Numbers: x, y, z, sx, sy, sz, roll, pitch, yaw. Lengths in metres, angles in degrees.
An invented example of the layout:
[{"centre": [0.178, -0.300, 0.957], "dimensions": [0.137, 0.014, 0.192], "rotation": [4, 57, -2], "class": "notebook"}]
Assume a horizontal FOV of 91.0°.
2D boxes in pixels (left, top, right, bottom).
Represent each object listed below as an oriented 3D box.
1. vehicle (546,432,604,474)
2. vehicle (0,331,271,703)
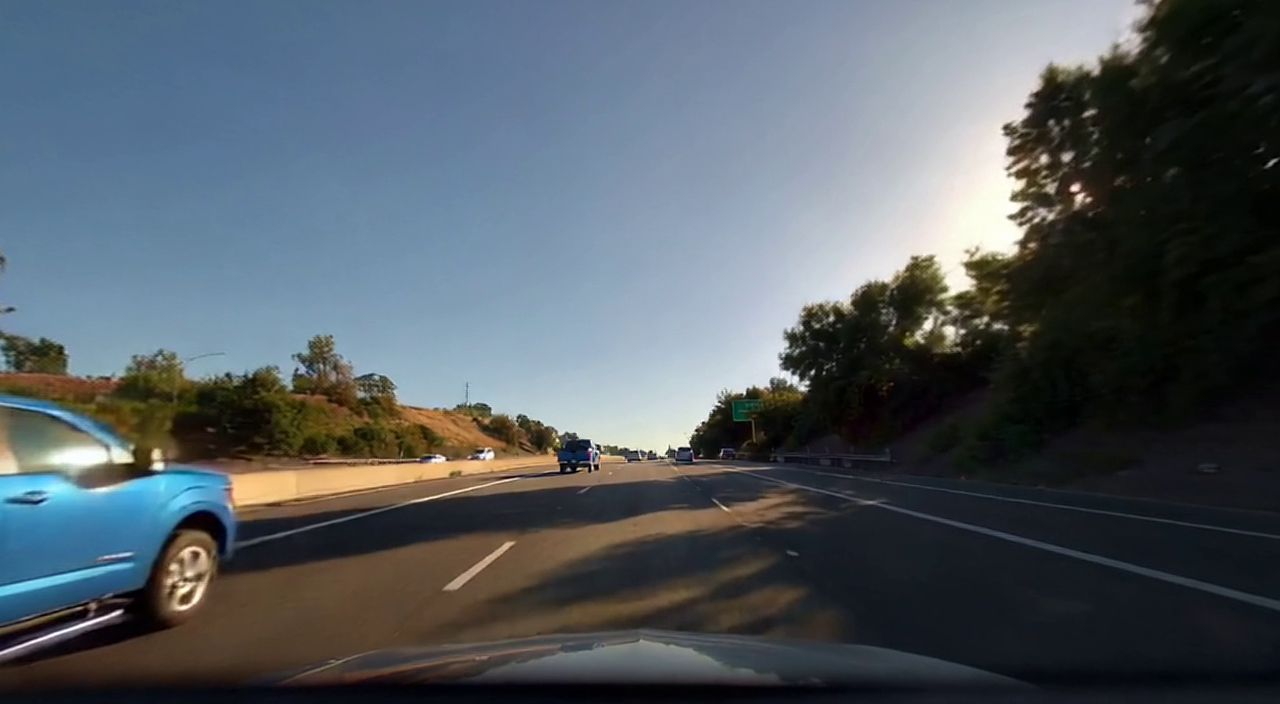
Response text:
[{"centre": [-3.664, 5.879, 36.747], "dimensions": [2.496, 2.203, 6.317], "rotation": [0, -9, 2], "class": "vehicle"}, {"centre": [-4.266, 0.723, 2.379], "dimensions": [2.285, 1.853, 5.564], "rotation": [0, -9, 1], "class": "vehicle"}]
